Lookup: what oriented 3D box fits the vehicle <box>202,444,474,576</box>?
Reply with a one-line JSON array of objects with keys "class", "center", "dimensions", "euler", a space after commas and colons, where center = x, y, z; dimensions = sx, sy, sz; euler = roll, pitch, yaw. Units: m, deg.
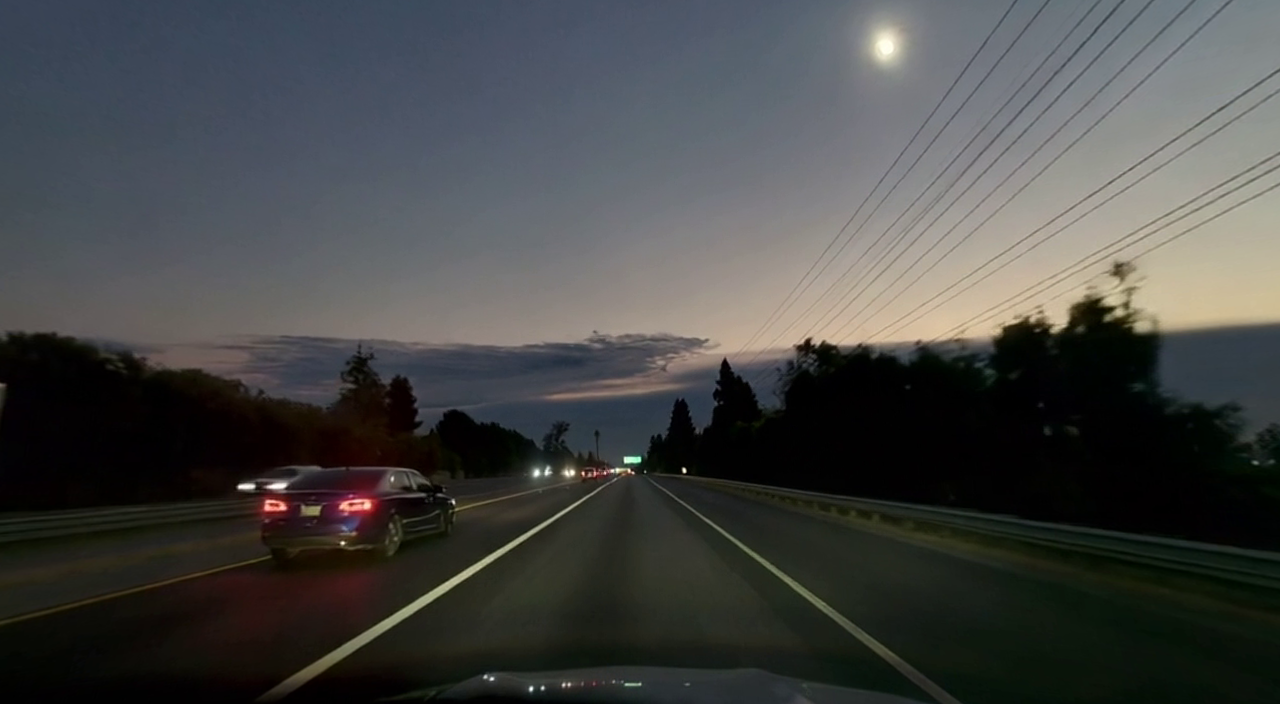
[{"class": "vehicle", "center": [-4.110, 2.250, 9.569], "dimensions": [1.963, 1.501, 4.227], "euler": [1, -10, 1]}]

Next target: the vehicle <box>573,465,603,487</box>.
[{"class": "vehicle", "center": [-3.697, 8.944, 45.576], "dimensions": [1.884, 1.486, 3.934], "euler": [1, -11, -1]}]
